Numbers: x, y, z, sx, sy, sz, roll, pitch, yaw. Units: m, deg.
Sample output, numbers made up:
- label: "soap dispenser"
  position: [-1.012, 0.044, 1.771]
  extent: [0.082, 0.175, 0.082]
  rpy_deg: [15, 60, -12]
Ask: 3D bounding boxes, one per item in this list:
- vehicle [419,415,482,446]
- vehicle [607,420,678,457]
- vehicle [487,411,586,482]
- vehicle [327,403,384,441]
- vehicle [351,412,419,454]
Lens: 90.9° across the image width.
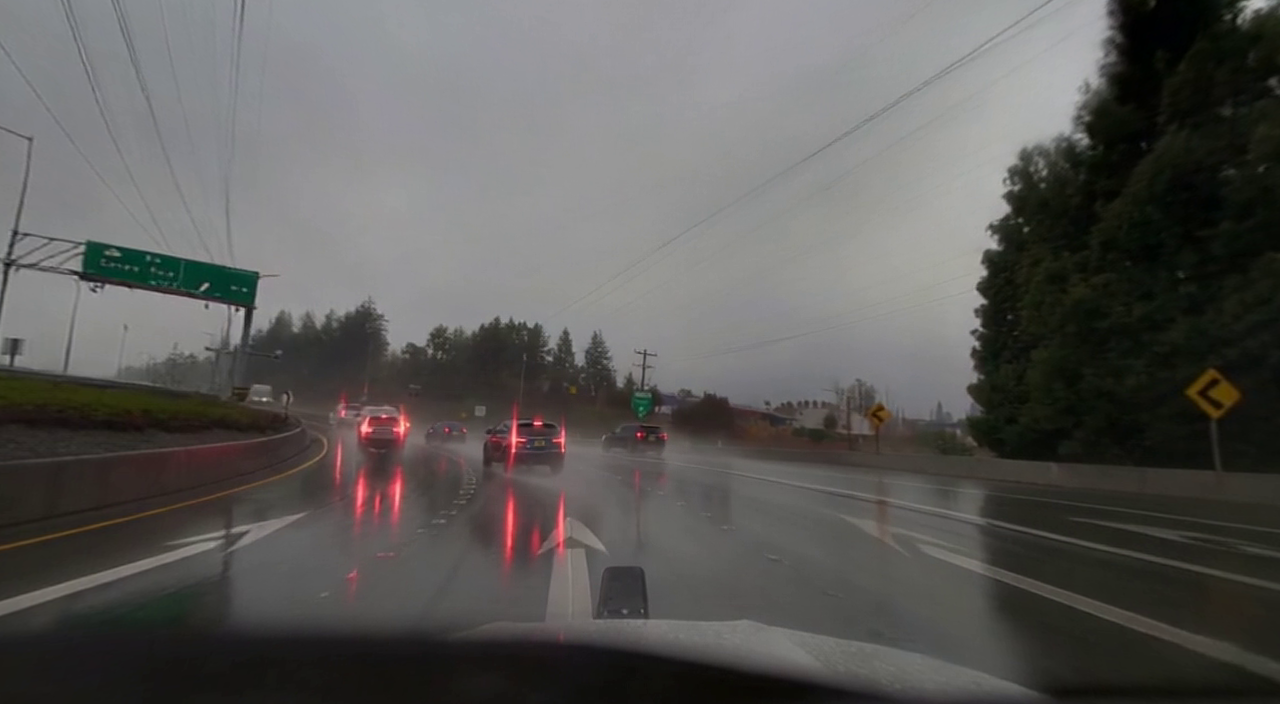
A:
- label: "vehicle"
  position: [-9.832, 4.104, 32.435]
  extent: [1.832, 1.473, 4.364]
  rpy_deg: [6, -10, -33]
- label: "vehicle"
  position: [0.041, 4.701, 33.987]
  extent: [2.079, 1.807, 4.682]
  rpy_deg: [4, -9, -24]
- label: "vehicle"
  position: [-3.048, 2.657, 17.798]
  extent: [2.140, 1.724, 4.304]
  rpy_deg: [3, -9, -17]
- label: "vehicle"
  position: [-14.564, 3.644, 32.198]
  extent: [2.076, 1.747, 4.285]
  rpy_deg: [5, -10, -30]
- label: "vehicle"
  position: [-10.105, 3.227, 24.763]
  extent: [2.033, 1.501, 4.623]
  rpy_deg: [4, -9, -26]
